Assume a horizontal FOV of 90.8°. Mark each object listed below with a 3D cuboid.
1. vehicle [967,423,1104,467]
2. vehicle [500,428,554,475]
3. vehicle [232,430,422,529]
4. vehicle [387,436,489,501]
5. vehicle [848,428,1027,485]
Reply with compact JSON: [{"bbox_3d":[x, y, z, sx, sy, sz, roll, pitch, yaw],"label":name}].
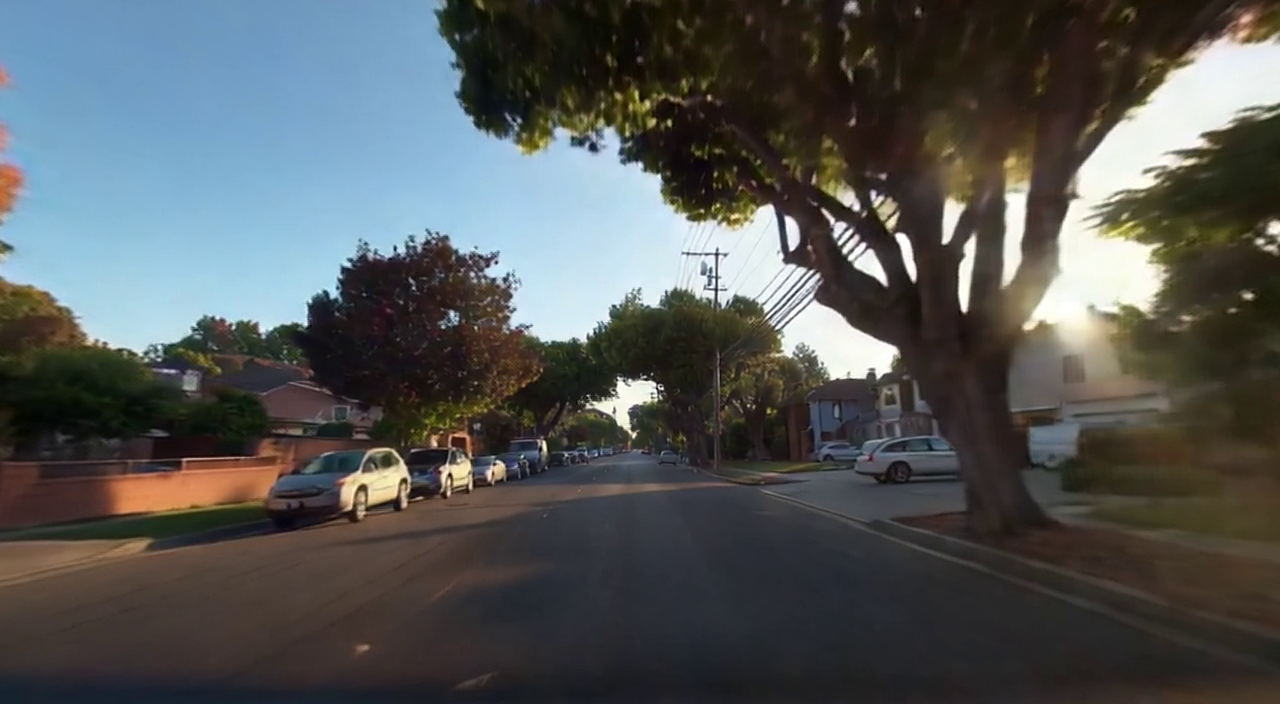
[{"bbox_3d":[19.136,4.564,30.731,5.215,1.910,2.031,-1,-10,-3],"label":"vehicle"},{"bbox_3d":[-7.053,6.321,40.104,2.439,2.724,5.647,-1,-10,-1],"label":"vehicle"},{"bbox_3d":[-6.691,2.777,14.220,1.922,1.801,4.516,-2,-9,1],"label":"vehicle"},{"bbox_3d":[-6.491,3.813,20.883,1.941,1.832,4.666,-2,-10,-1],"label":"vehicle"},{"bbox_3d":[9.801,3.475,21.115,4.979,1.769,1.943,0,-9,-1],"label":"vehicle"}]
